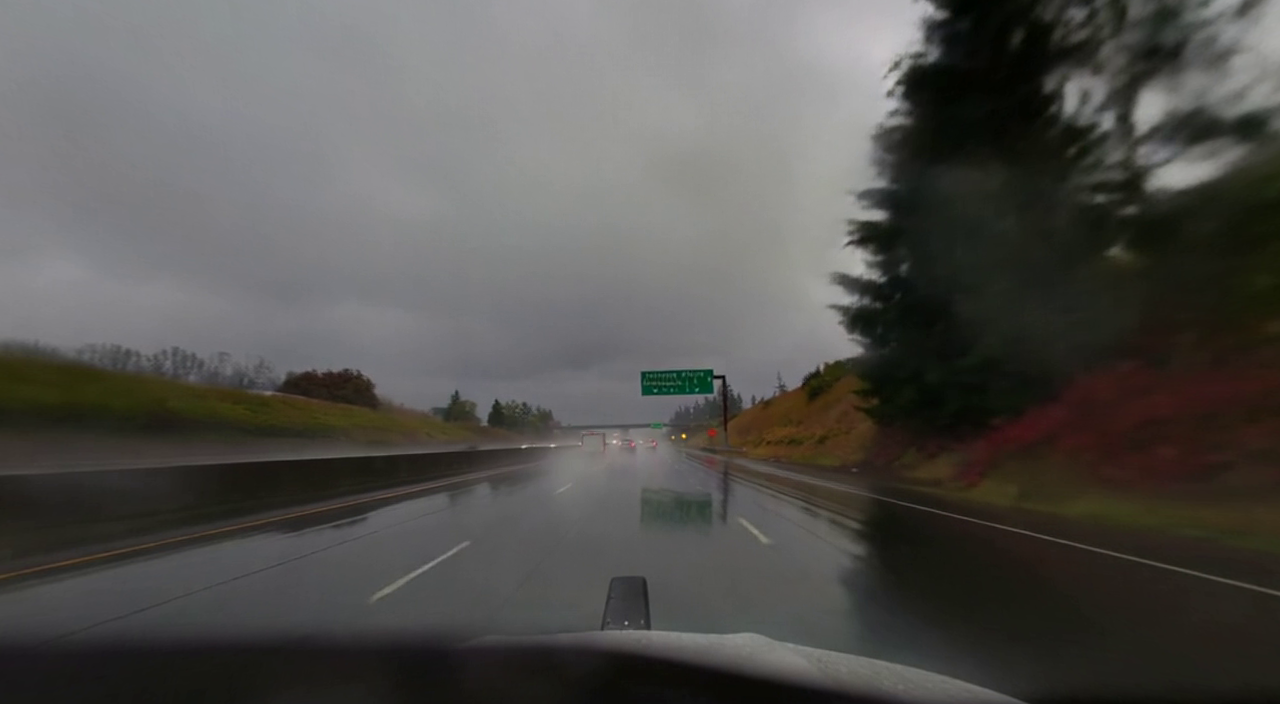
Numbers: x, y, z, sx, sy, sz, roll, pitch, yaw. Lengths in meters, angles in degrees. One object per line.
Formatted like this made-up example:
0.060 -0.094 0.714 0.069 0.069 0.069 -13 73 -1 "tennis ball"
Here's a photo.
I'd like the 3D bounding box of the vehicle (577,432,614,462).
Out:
-3.148 6.852 45.541 2.286 2.011 4.452 0 -8 1 "vehicle"
